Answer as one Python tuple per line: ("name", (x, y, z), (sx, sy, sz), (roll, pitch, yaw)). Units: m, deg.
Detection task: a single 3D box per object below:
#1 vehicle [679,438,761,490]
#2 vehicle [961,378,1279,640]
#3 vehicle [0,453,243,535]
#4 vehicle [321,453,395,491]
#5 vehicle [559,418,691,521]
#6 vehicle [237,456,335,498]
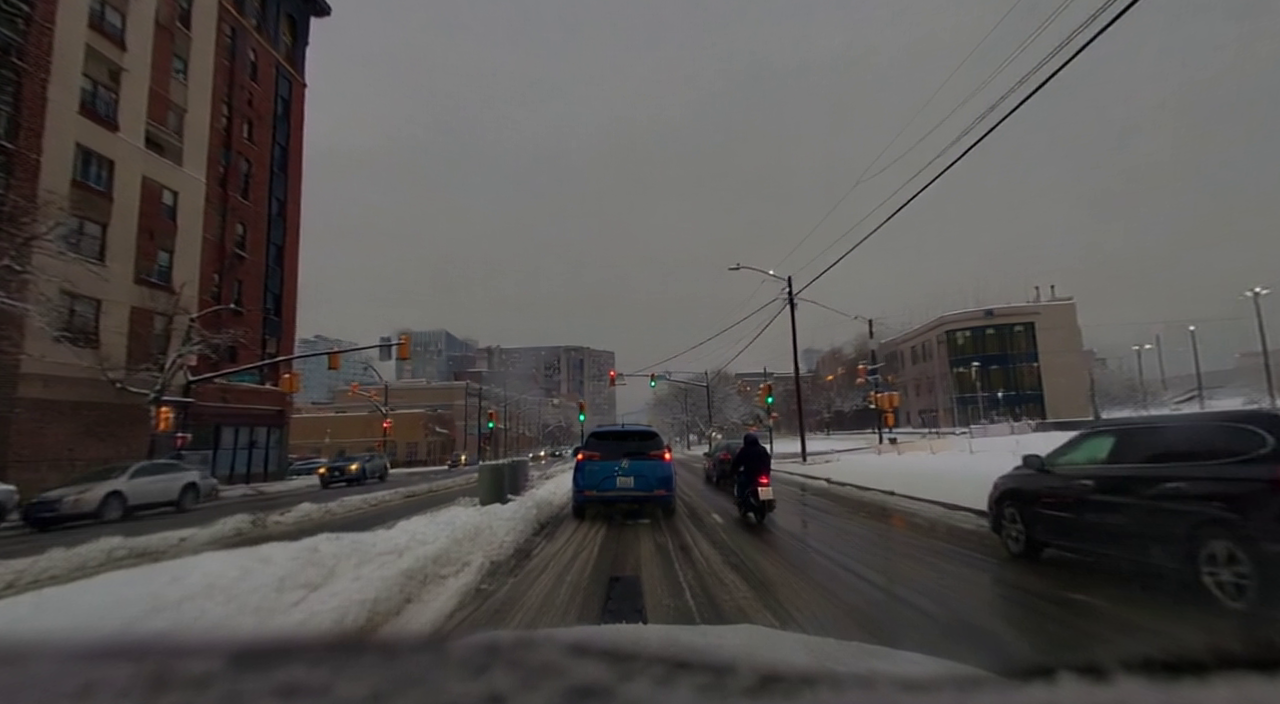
("vehicle", (2.488, 3.631, 20.809), (2.101, 1.507, 4.355), (0, -9, -1))
("vehicle", (5.249, 1.299, 5.885), (2.030, 1.709, 4.687), (0, -9, 0))
("vehicle", (-13.659, 3.691, 17.230), (2.142, 1.826, 5.471), (0, -9, -2))
("vehicle", (-14.322, 6.096, 32.310), (1.926, 1.732, 4.635), (0, -9, -4))
("vehicle", (-0.256, 2.355, 13.041), (2.265, 1.748, 4.130), (0, -9, 0))
("vehicle", (-18.190, 6.410, 32.793), (2.134, 1.915, 5.317), (0, -9, -2))
